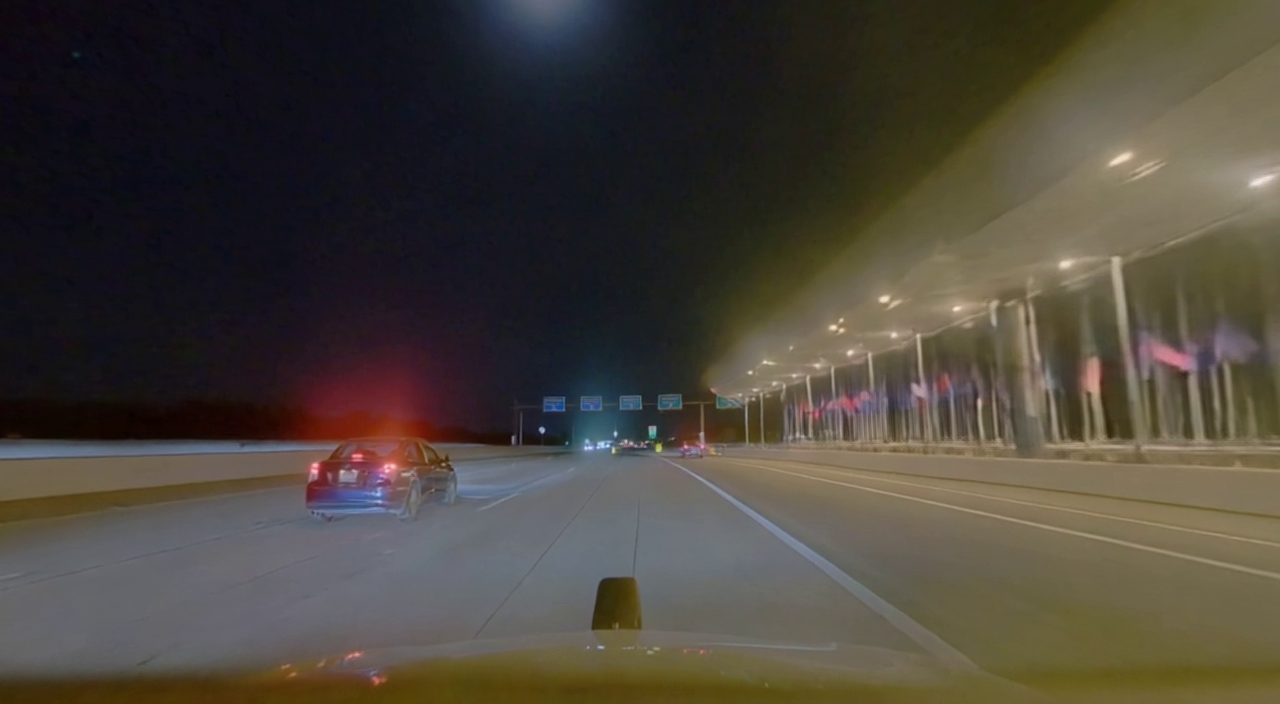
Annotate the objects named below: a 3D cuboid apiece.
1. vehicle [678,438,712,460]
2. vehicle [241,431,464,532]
[{"bbox_3d":[4.275,7.667,49.873,2.072,1.639,4.919,0,-8,-1],"label":"vehicle"},{"bbox_3d":[-4.851,2.228,11.524,1.981,1.465,4.334,0,-8,0],"label":"vehicle"}]
